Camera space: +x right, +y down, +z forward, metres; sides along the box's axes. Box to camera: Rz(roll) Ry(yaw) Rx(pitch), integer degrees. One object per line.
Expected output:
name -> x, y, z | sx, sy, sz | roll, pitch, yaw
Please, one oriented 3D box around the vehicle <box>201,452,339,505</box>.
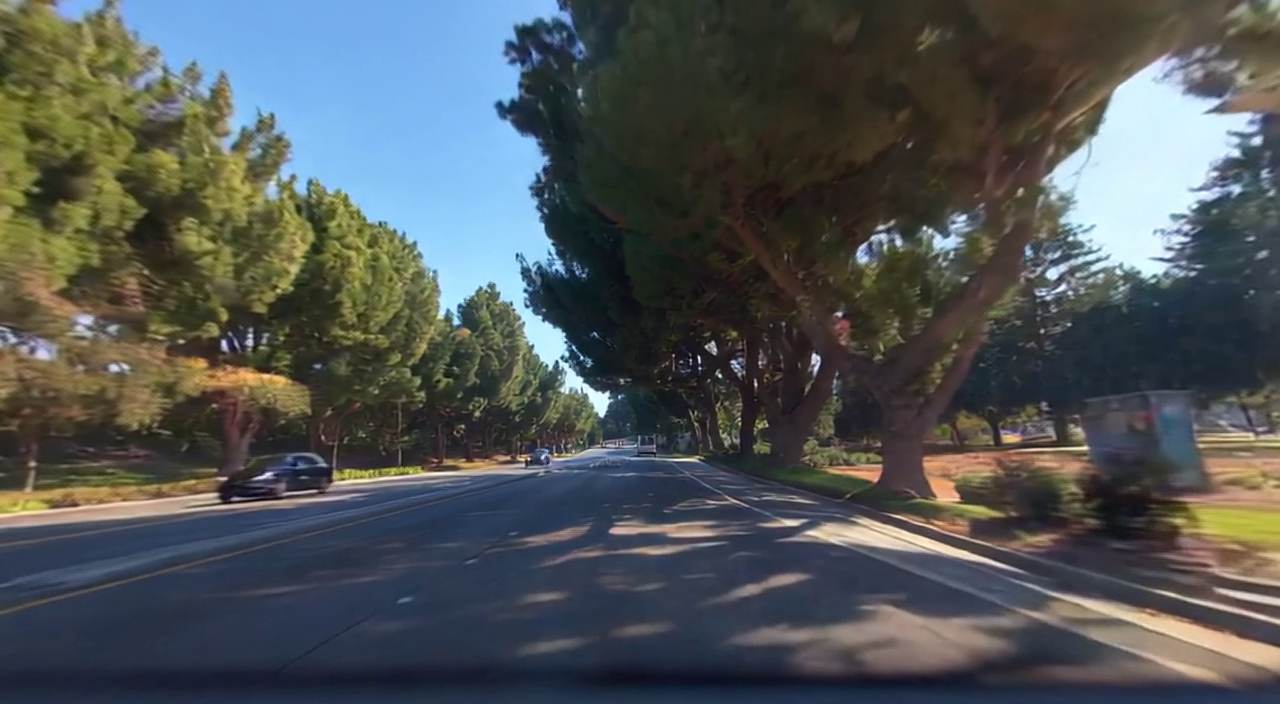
vehicle -> -12.536, 4.269, 21.755 | 1.982, 1.553, 4.420 | 0, -8, 1
